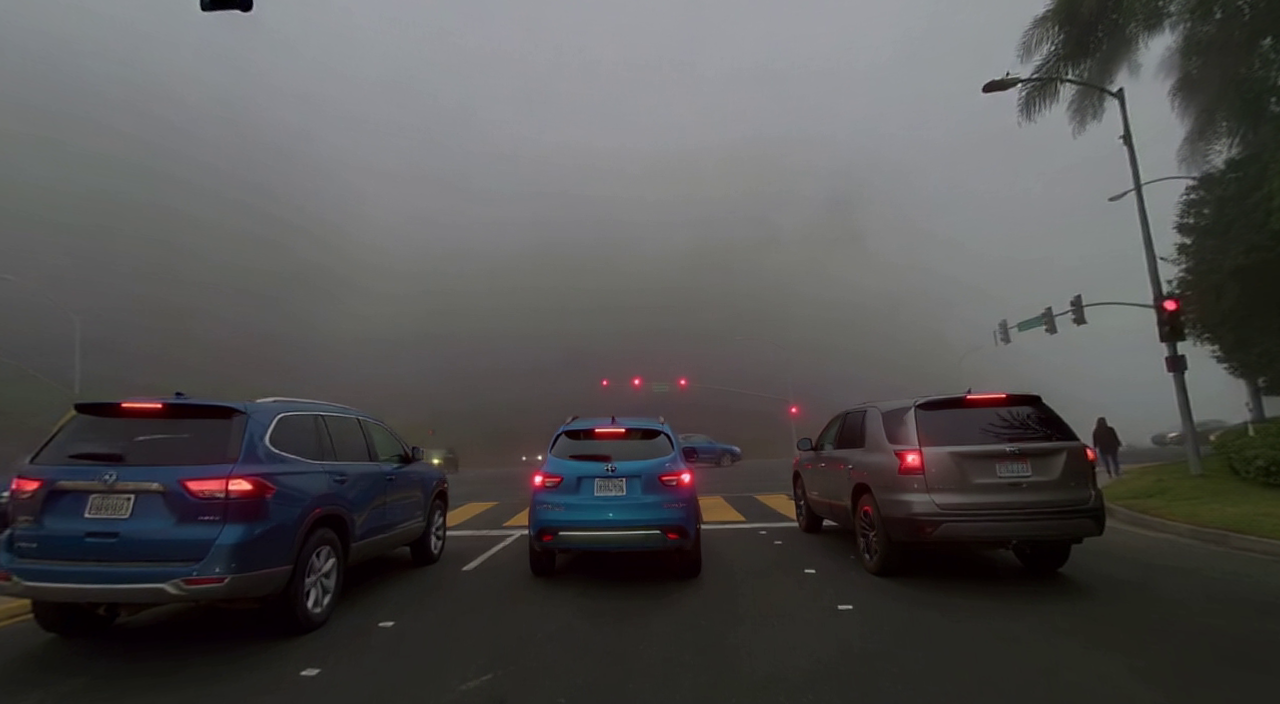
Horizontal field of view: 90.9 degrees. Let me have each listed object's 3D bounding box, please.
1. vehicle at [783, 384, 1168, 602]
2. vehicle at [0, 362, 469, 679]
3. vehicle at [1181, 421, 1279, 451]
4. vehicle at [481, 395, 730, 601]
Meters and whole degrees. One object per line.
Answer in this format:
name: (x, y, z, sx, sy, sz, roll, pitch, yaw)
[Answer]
vehicle: (3.272, 1.486, 7.510, 2.083, 1.779, 4.532, 0, -8, 0)
vehicle: (-3.281, 1.283, 5.895, 2.047, 1.810, 4.414, 0, -8, 1)
vehicle: (32.788, 4.654, 34.762, 4.175, 1.634, 1.877, 1, -8, -4)
vehicle: (-0.239, 1.512, 7.319, 2.067, 1.702, 3.987, 0, -8, 2)
